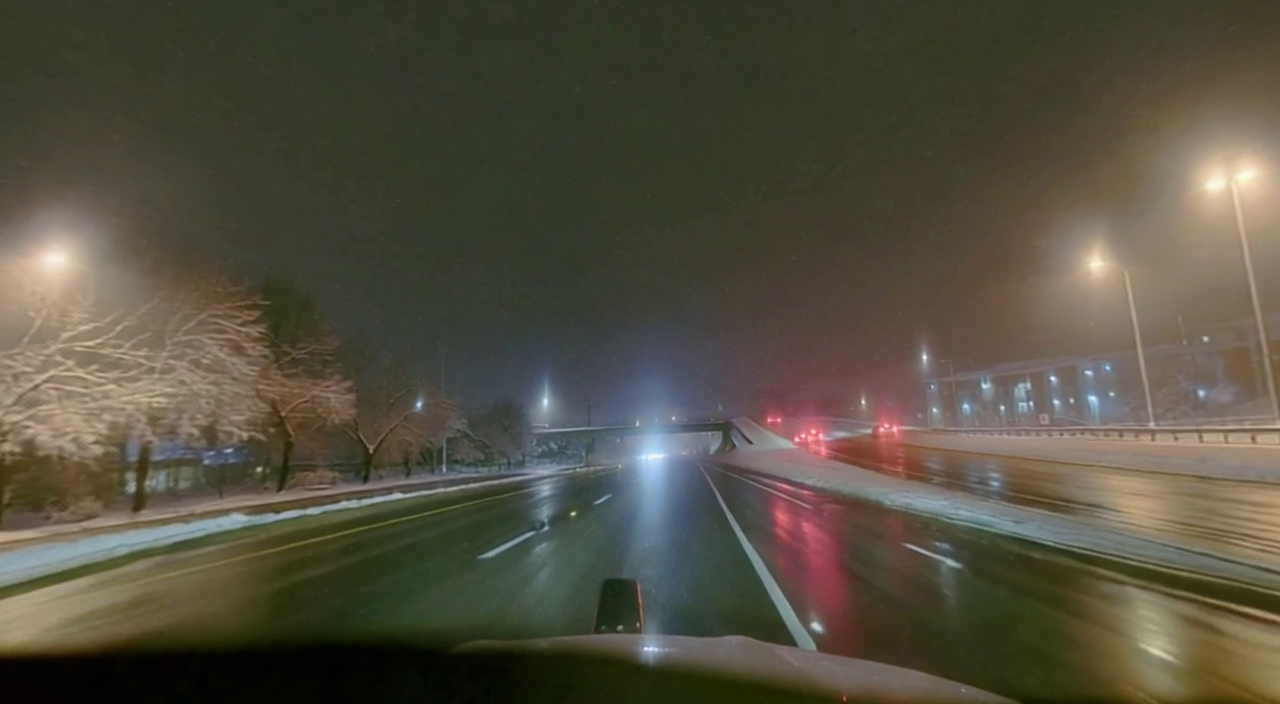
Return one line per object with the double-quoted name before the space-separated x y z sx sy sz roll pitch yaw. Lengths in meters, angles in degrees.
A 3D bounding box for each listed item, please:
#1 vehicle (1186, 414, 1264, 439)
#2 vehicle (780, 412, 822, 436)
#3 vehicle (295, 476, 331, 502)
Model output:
"vehicle" 43.829 5.611 47.450 1.744 1.705 4.514 -2 -8 5
"vehicle" 11.329 5.164 44.755 2.048 1.516 3.874 -1 -8 2
"vehicle" -22.851 9.550 44.228 2.105 1.469 4.514 3 -9 -26
